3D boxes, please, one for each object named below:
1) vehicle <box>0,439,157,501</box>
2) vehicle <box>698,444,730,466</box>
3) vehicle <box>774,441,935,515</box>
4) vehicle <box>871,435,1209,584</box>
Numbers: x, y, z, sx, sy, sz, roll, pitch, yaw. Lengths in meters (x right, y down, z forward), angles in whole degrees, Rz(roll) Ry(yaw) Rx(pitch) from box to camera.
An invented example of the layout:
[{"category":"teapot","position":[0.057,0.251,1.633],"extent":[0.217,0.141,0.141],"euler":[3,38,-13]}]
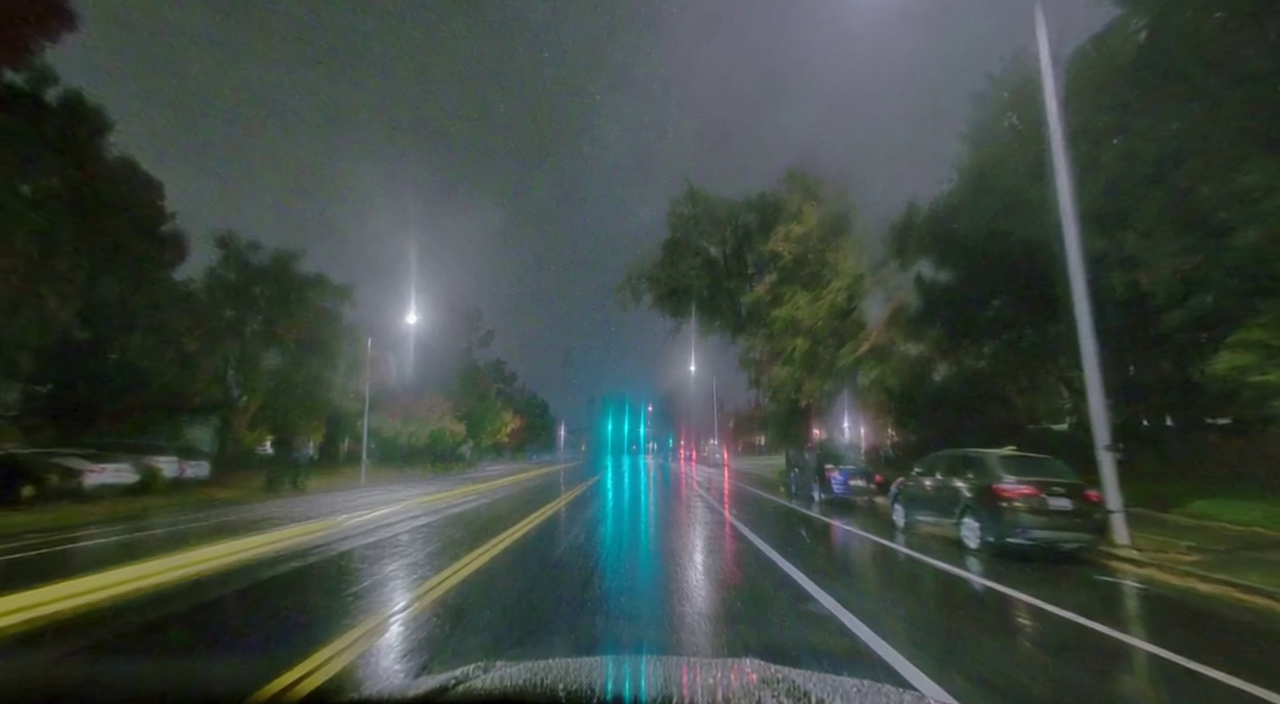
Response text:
[{"category":"vehicle","position":[-19.925,4.004,21.717],"extent":[4.735,1.979,2.199],"euler":[0,-8,4]},{"category":"vehicle","position":[5.487,7.701,47.235],"extent":[1.955,1.549,4.129],"euler":[0,-8,0]},{"category":"vehicle","position":[4.907,2.939,15.333],"extent":[2.021,1.491,4.906],"euler":[1,-8,-3]},{"category":"vehicle","position":[4.818,1.902,8.502],"extent":[1.887,1.484,4.113],"euler":[0,-8,1]}]
